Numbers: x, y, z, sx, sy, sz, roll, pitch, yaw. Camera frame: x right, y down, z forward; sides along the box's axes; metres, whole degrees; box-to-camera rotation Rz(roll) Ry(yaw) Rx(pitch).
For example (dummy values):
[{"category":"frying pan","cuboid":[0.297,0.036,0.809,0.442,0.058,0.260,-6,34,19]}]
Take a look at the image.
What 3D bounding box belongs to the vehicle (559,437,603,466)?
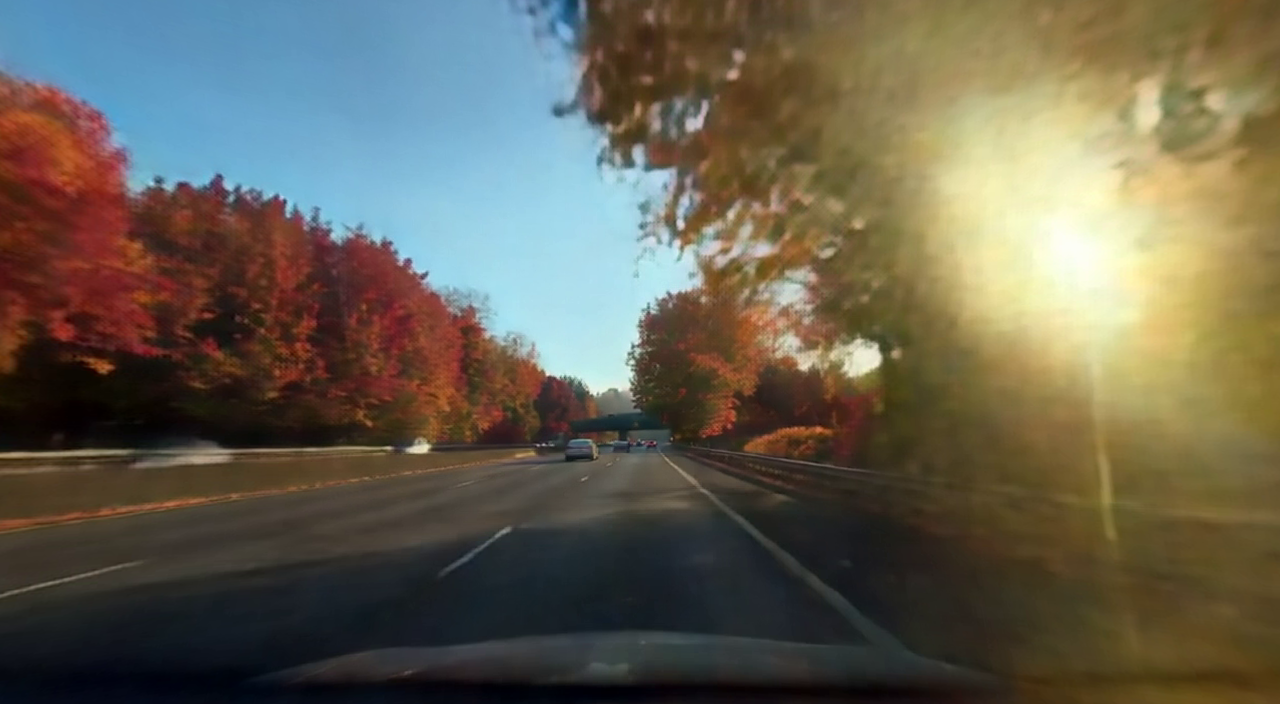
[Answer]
[{"category":"vehicle","cuboid":[-3.481,5.997,37.984,2.123,1.643,4.479,0,-8,1]}]
